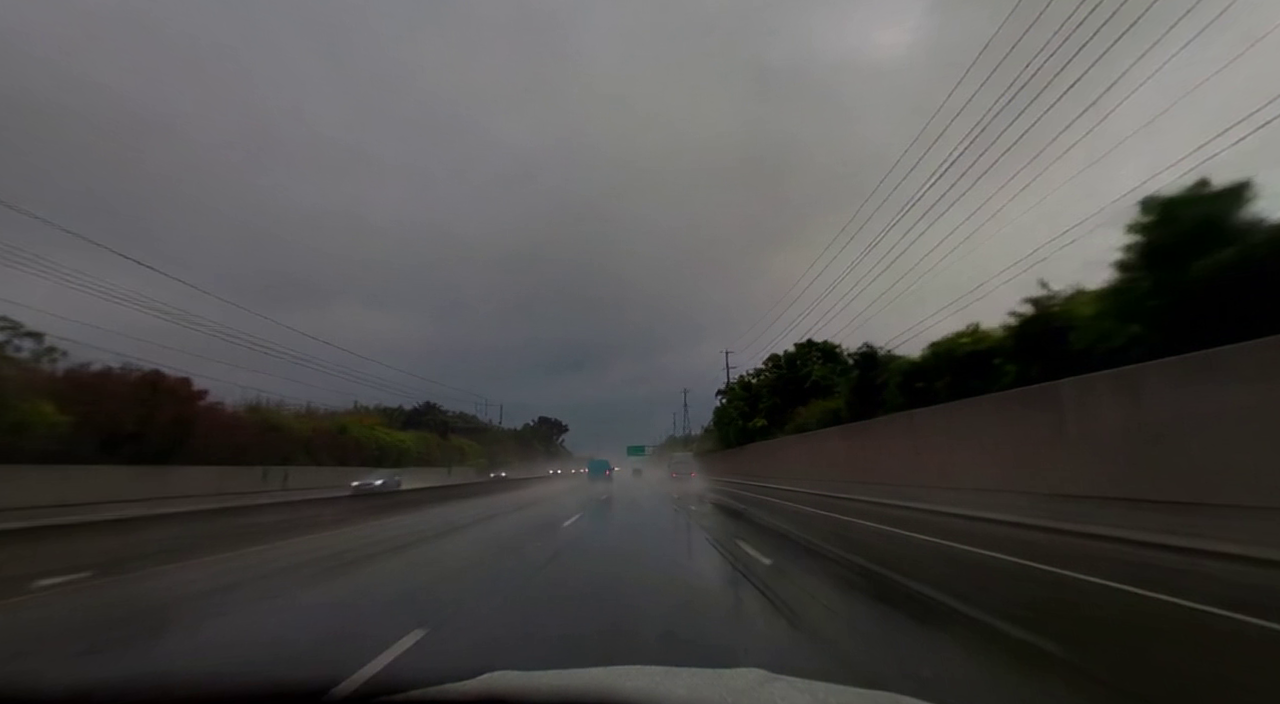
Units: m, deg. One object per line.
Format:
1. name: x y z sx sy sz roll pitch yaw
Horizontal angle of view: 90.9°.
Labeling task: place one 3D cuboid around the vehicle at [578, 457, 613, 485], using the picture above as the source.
1. vehicle: -3.365 9.166 48.702 2.324 2.008 4.654 1 -10 0

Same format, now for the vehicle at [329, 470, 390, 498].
1. vehicle: -17.444 8.196 39.362 1.980 1.566 3.795 1 -11 0
